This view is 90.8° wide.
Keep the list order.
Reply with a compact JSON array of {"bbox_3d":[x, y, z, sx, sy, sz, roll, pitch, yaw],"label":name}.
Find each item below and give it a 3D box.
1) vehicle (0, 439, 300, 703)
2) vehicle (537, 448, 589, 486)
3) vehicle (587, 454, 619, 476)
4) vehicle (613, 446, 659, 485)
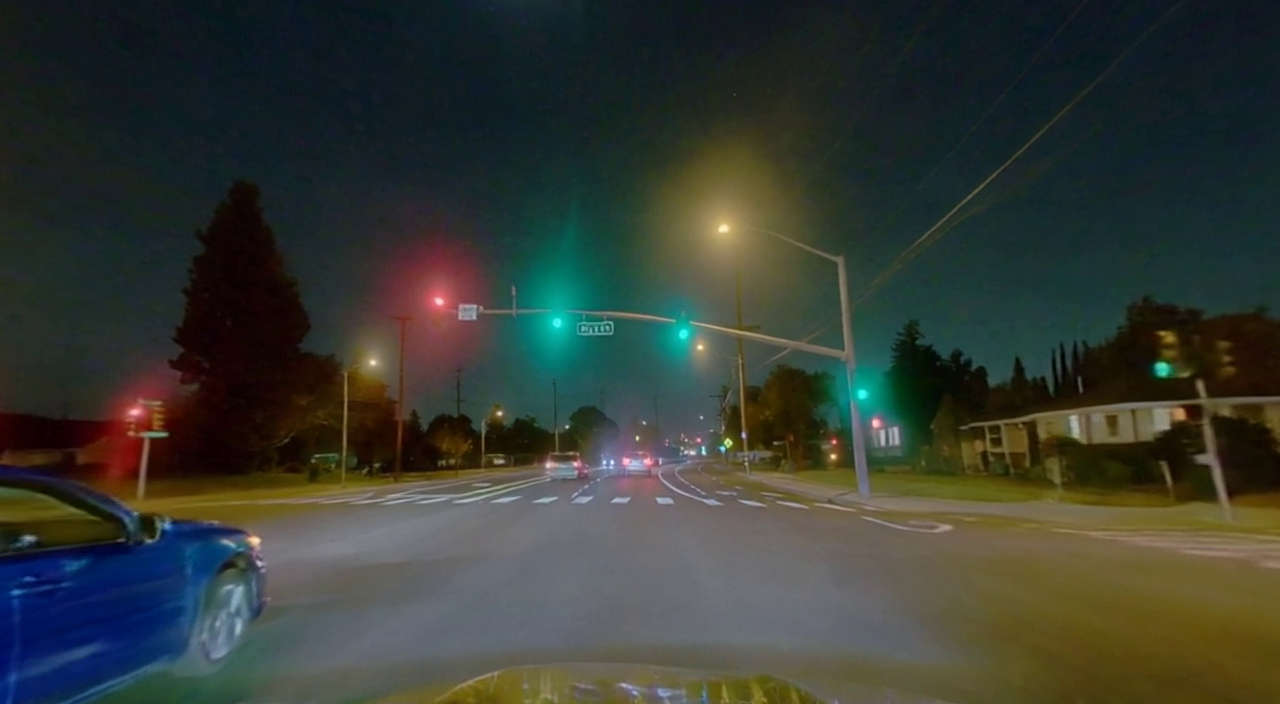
[{"bbox_3d":[-3.490,1.040,2.418,1.901,1.409,4.442,0,-9,0],"label":"vehicle"},{"bbox_3d":[-3.641,5.508,30.597,1.899,1.685,4.121,0,-9,2],"label":"vehicle"},{"bbox_3d":[-2.720,8.453,47.449,1.863,1.449,4.153,0,-9,3],"label":"vehicle"},{"bbox_3d":[-0.153,5.728,32.158,2.155,1.836,4.250,0,-9,1],"label":"vehicle"}]
